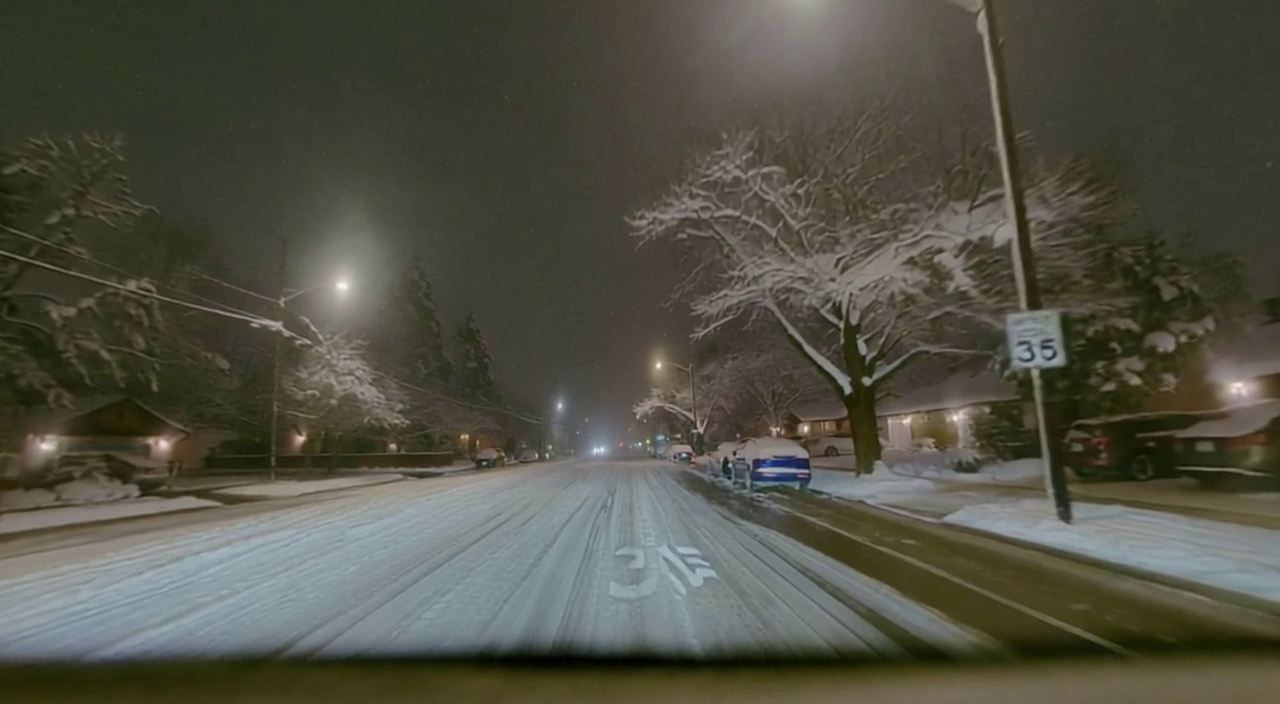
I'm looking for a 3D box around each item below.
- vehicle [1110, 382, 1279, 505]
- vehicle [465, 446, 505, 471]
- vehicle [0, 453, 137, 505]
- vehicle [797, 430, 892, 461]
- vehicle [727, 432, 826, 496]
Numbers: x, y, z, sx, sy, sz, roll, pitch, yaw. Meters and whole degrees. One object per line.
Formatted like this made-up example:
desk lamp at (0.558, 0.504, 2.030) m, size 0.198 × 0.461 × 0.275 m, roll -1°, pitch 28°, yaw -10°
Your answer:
vehicle at (12.270, 1.619, 11.648) m, size 5.278 × 1.981 × 2.304 m, roll -1°, pitch -9°, yaw -2°
vehicle at (-11.612, 7.994, 47.750) m, size 2.091 × 1.717 × 4.392 m, roll 0°, pitch -8°, yaw -3°
vehicle at (-18.543, 3.884, 19.502) m, size 4.346 × 1.490 × 1.911 m, roll 0°, pitch -8°, yaw -1°
vehicle at (12.074, 5.530, 37.491) m, size 4.912 × 1.734 × 2.006 m, roll 0°, pitch -8°, yaw -2°
vehicle at (4.045, 3.388, 19.523) m, size 1.915 × 1.715 × 4.451 m, roll 0°, pitch -8°, yaw -2°
